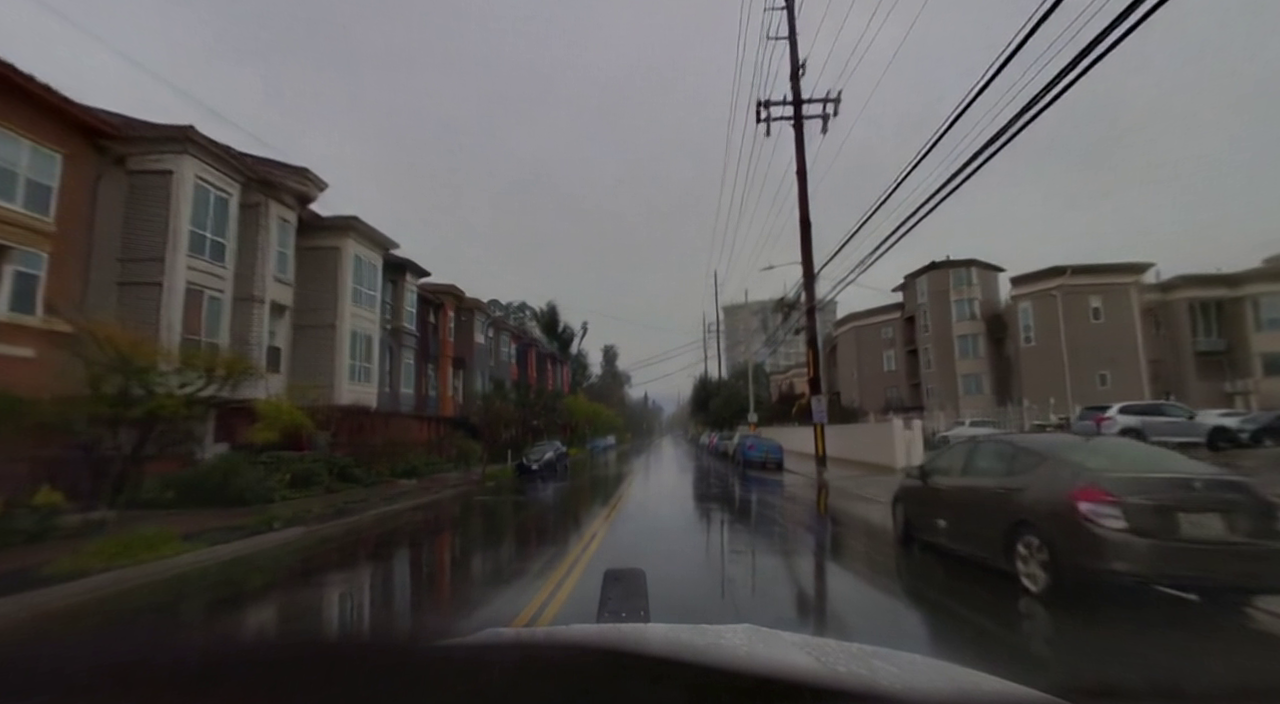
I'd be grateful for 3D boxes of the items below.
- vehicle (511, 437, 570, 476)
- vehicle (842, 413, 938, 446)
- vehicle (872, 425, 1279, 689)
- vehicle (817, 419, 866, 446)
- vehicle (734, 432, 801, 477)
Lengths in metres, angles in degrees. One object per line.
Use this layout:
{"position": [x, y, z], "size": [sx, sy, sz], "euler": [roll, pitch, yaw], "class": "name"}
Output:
{"position": [-4.570, 4.868, 29.570], "size": [1.913, 1.672, 4.267], "euler": [-1, -8, 3], "class": "vehicle"}
{"position": [15.000, 4.762, 38.318], "size": [2.152, 1.875, 5.778], "euler": [3, -8, -18], "class": "vehicle"}
{"position": [3.970, 1.471, 5.894], "size": [1.928, 1.440, 4.738], "euler": [0, -8, 2], "class": "vehicle"}
{"position": [14.126, 5.711, 44.420], "size": [2.000, 1.792, 4.666], "euler": [0, -8, 1], "class": "vehicle"}
{"position": [4.908, 3.998, 24.849], "size": [1.914, 1.591, 3.892], "euler": [0, -8, 1], "class": "vehicle"}
